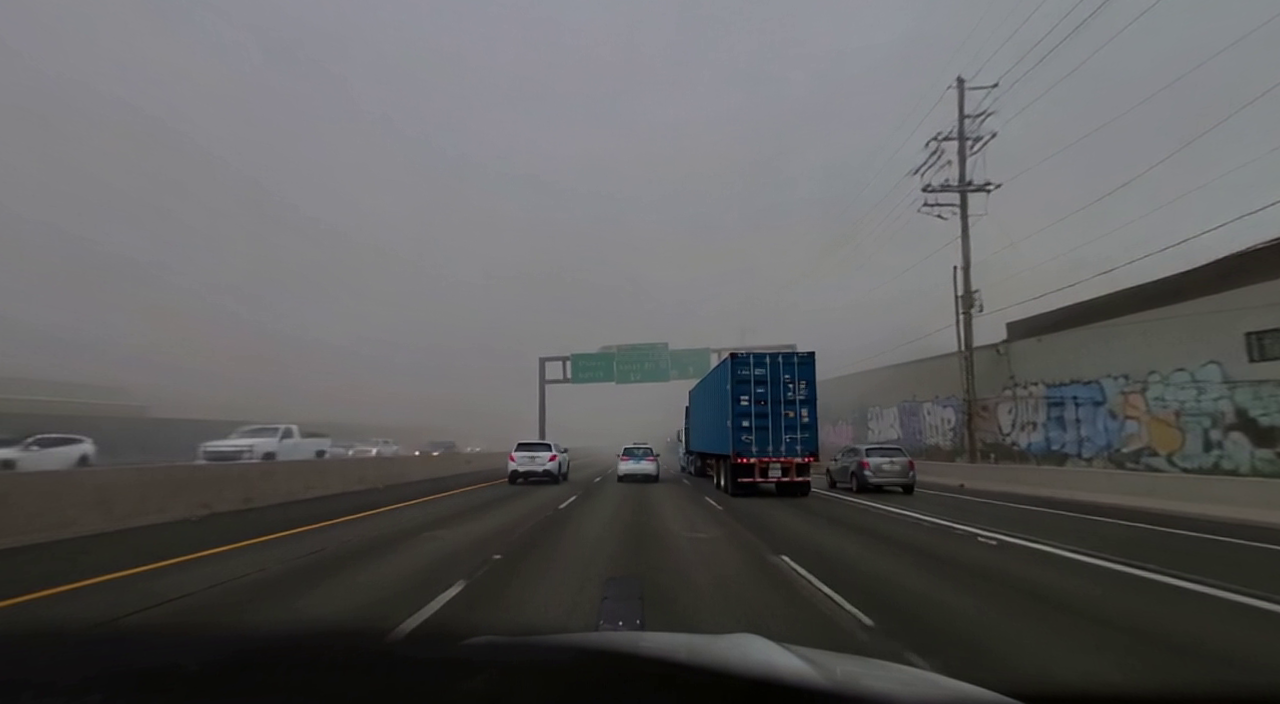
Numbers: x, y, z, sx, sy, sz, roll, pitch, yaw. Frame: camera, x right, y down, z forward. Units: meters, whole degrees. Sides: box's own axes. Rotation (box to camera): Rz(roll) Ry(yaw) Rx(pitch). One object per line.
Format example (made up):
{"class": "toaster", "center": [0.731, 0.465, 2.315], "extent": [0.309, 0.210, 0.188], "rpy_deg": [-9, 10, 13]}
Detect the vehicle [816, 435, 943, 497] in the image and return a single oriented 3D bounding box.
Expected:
{"class": "vehicle", "center": [7.389, 3.575, 20.154], "extent": [2.202, 1.731, 4.628], "rpy_deg": [0, -9, 0]}

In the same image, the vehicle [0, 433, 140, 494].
{"class": "vehicle", "center": [-20.742, 3.817, 21.910], "extent": [2.215, 1.849, 5.735], "rpy_deg": [0, -9, -1]}

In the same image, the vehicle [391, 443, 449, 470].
{"class": "vehicle", "center": [-13.502, 6.437, 39.062], "extent": [2.019, 1.587, 4.565], "rpy_deg": [0, -9, -2]}

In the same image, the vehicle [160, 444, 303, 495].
{"class": "vehicle", "center": [-13.321, 3.818, 20.977], "extent": [1.921, 1.494, 4.348], "rpy_deg": [0, -9, -2]}

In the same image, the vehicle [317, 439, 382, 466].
{"class": "vehicle", "center": [-21.560, 7.499, 47.166], "extent": [2.189, 1.902, 5.881], "rpy_deg": [0, -9, -2]}

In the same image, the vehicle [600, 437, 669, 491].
{"class": "vehicle", "center": [-0.183, 3.885, 22.240], "extent": [2.191, 1.685, 4.015], "rpy_deg": [0, -9, 0]}

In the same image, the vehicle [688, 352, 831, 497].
{"class": "vehicle", "center": [3.816, 2.998, 24.187], "extent": [2.800, 4.039, 13.179], "rpy_deg": [0, -9, 0]}

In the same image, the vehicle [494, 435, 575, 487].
{"class": "vehicle", "center": [-3.990, 4.228, 24.741], "extent": [2.264, 1.804, 4.584], "rpy_deg": [0, -9, 2]}
